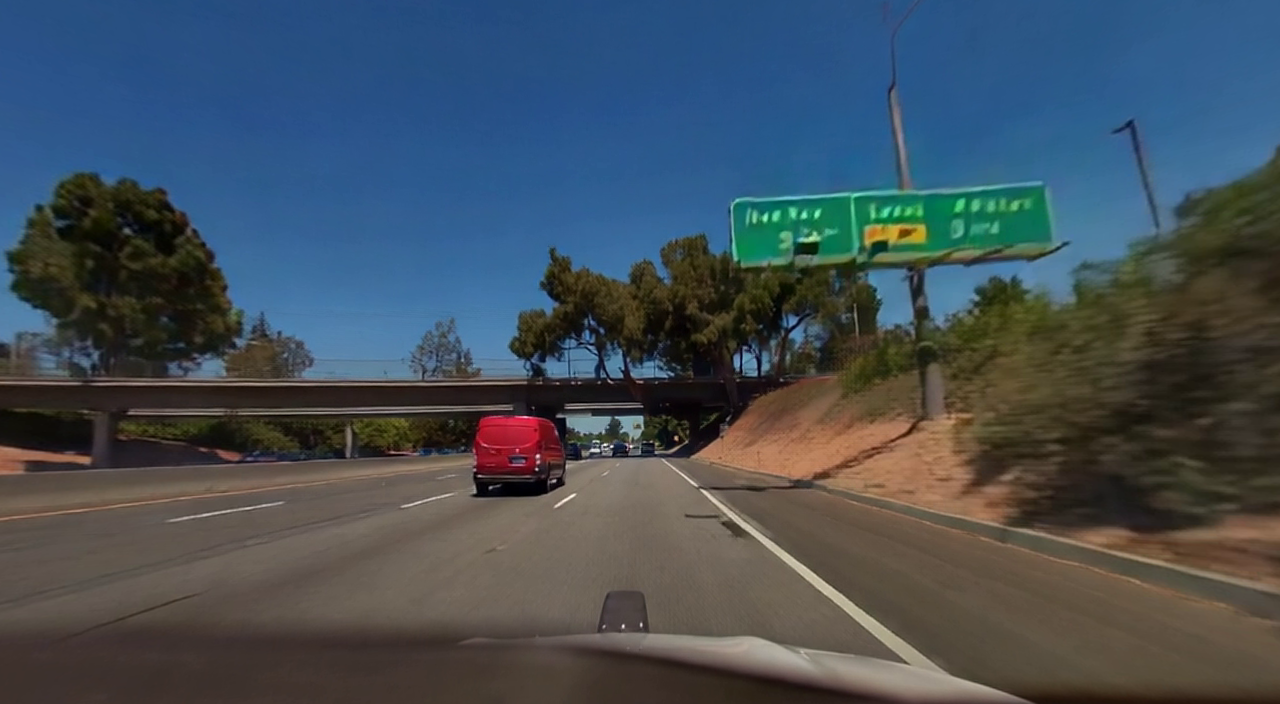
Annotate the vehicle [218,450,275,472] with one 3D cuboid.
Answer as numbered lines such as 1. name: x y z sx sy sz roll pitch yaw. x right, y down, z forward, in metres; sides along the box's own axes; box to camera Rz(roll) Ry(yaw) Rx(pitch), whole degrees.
1. vehicle: -27.770 7.689 44.664 1.644 1.420 3.518 0 -8 2
